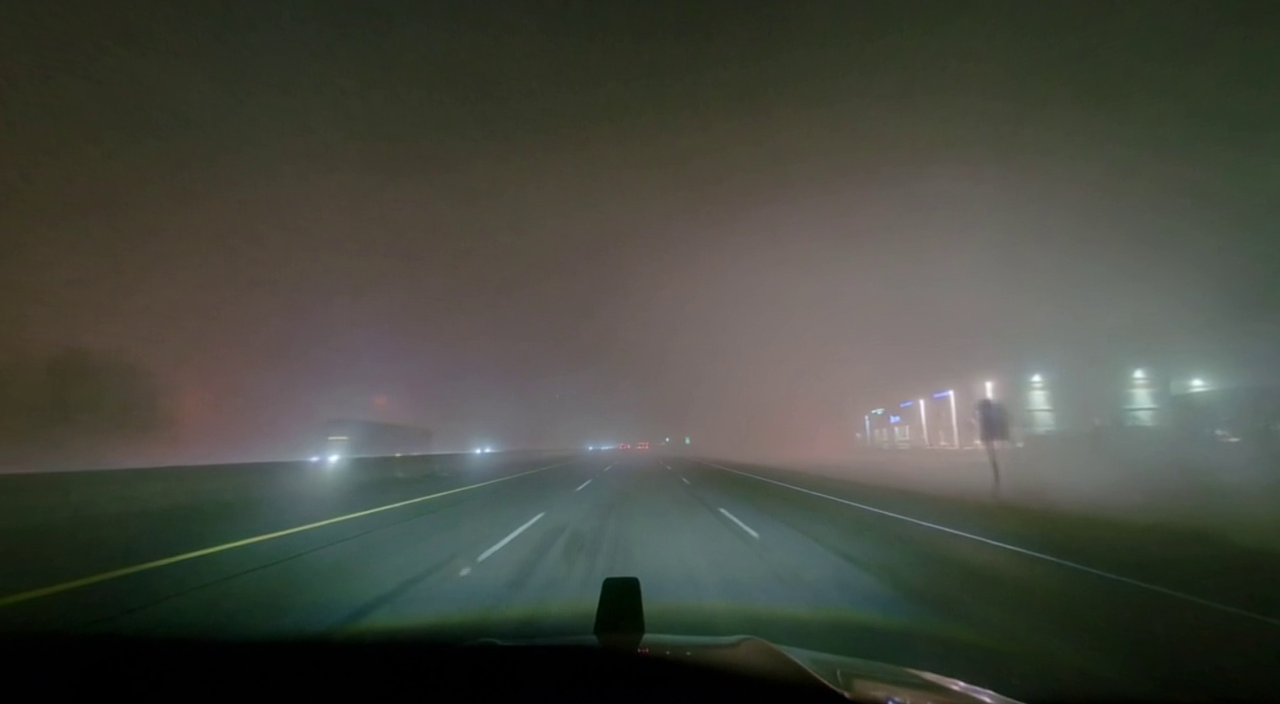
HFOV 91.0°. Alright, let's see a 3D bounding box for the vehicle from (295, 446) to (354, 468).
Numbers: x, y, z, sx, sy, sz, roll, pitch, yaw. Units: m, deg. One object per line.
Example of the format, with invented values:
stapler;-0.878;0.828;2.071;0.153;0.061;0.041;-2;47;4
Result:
vehicle;-23.946;7.973;47.981;1.969;1.530;4.700;0;-9;1
